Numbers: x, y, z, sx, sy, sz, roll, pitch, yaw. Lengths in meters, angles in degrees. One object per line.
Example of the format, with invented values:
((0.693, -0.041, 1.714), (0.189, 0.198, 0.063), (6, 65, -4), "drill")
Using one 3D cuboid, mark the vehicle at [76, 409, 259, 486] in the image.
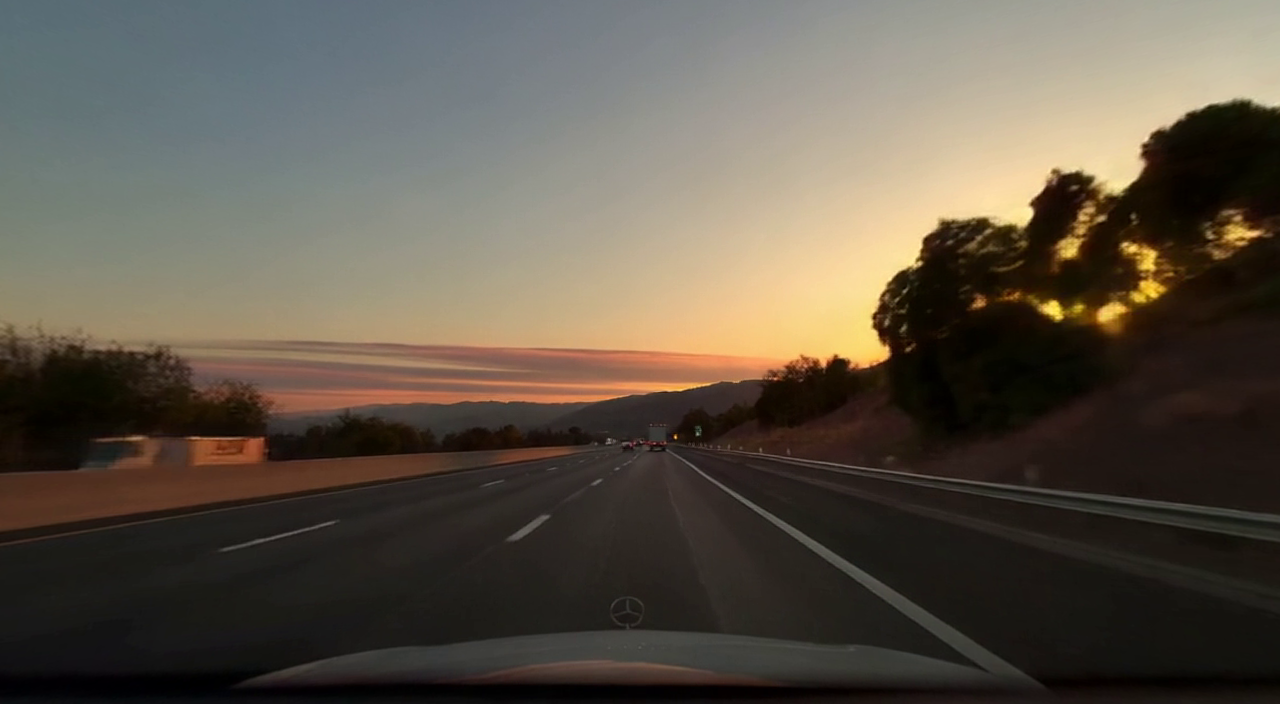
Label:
((-22.234, 4.591, 30.327), (2.761, 3.210, 7.561), (0, -8, 1), "vehicle")
